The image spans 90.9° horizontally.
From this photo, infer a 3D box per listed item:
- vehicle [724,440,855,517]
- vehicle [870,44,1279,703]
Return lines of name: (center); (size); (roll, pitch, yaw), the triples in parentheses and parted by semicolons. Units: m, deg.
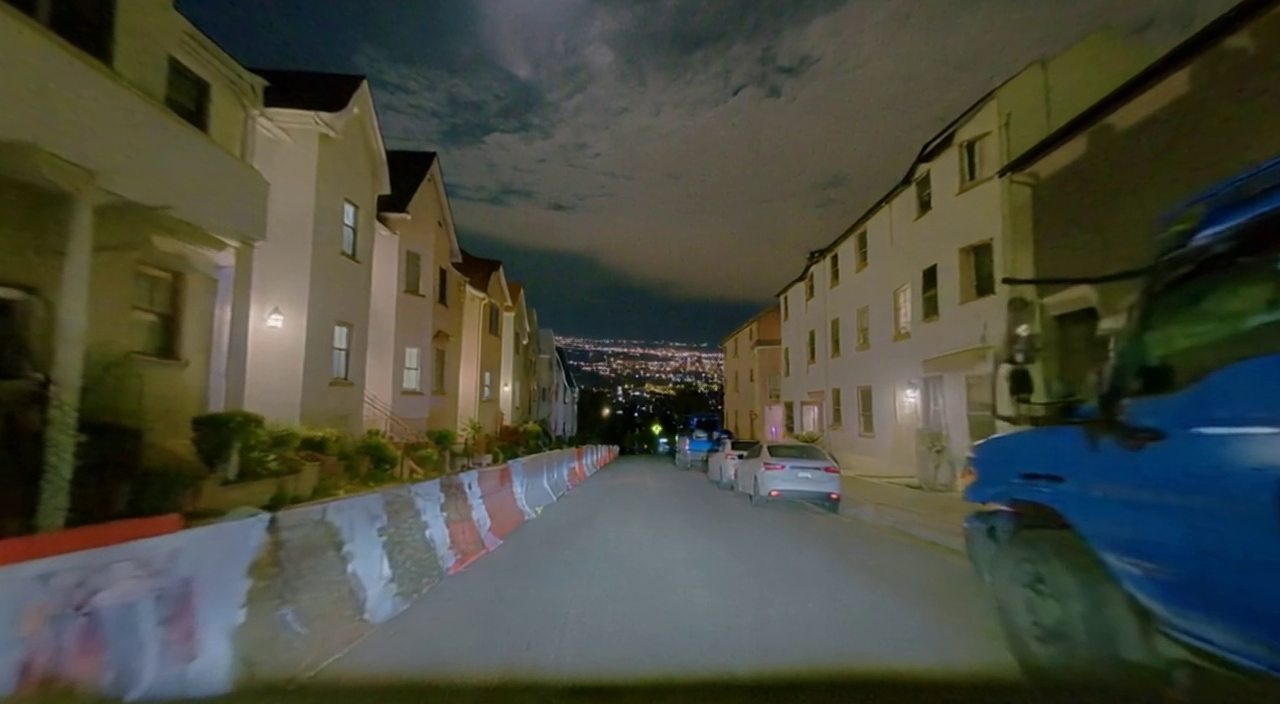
vehicle: (3.143, 2.720, 14.163); (1.805, 1.436, 4.201); (0, -8, -1)
vehicle: (3.201, 0.404, 2.056); (2.483, 2.644, 5.972); (0, -8, -1)
